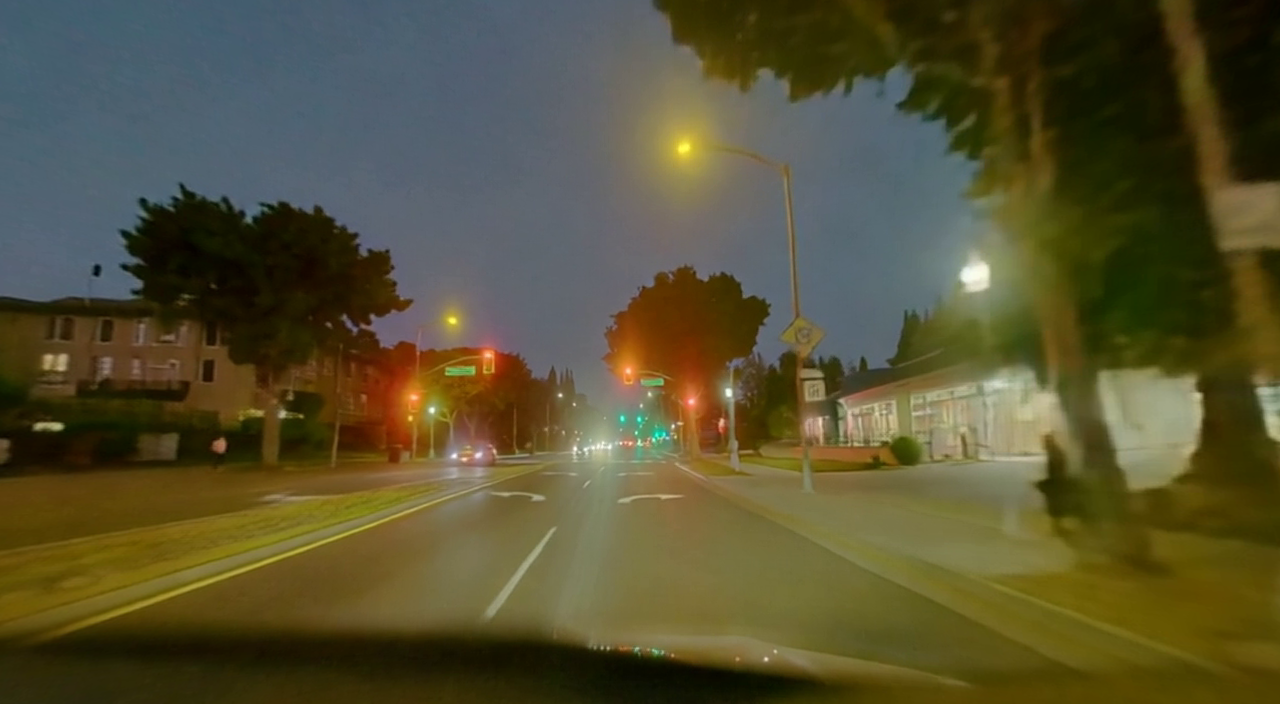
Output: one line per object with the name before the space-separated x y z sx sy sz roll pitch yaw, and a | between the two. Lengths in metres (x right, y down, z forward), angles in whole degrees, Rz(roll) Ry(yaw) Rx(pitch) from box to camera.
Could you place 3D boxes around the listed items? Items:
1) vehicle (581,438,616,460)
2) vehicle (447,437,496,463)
vehicle | -2.926 6.996 45.678 2.122 1.469 4.388 0 -8 1
vehicle | -10.446 6.069 39.466 1.873 1.532 3.777 0 -8 2
